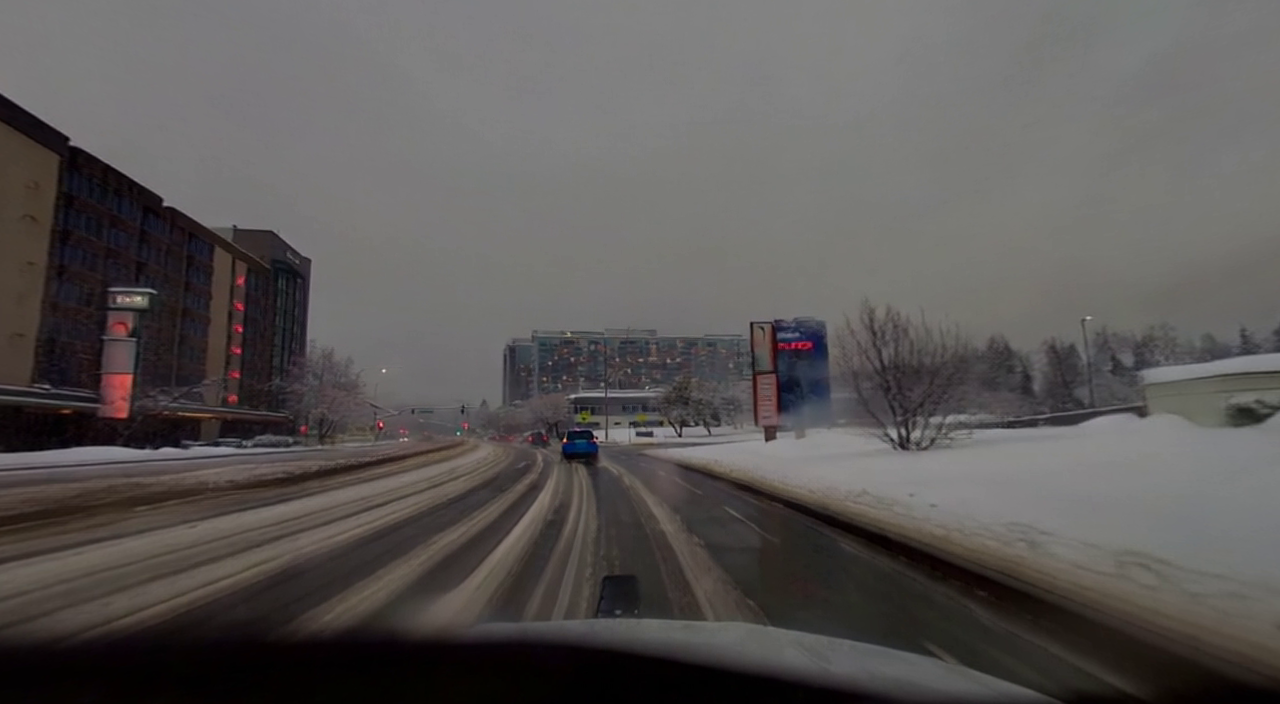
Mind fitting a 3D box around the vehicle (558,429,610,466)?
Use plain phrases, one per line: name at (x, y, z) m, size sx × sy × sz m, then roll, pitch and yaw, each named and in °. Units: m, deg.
vehicle at (-2.685, 4.393, 29.211) m, size 2.231 × 1.572 × 4.227 m, roll 1°, pitch -8°, yaw -7°
